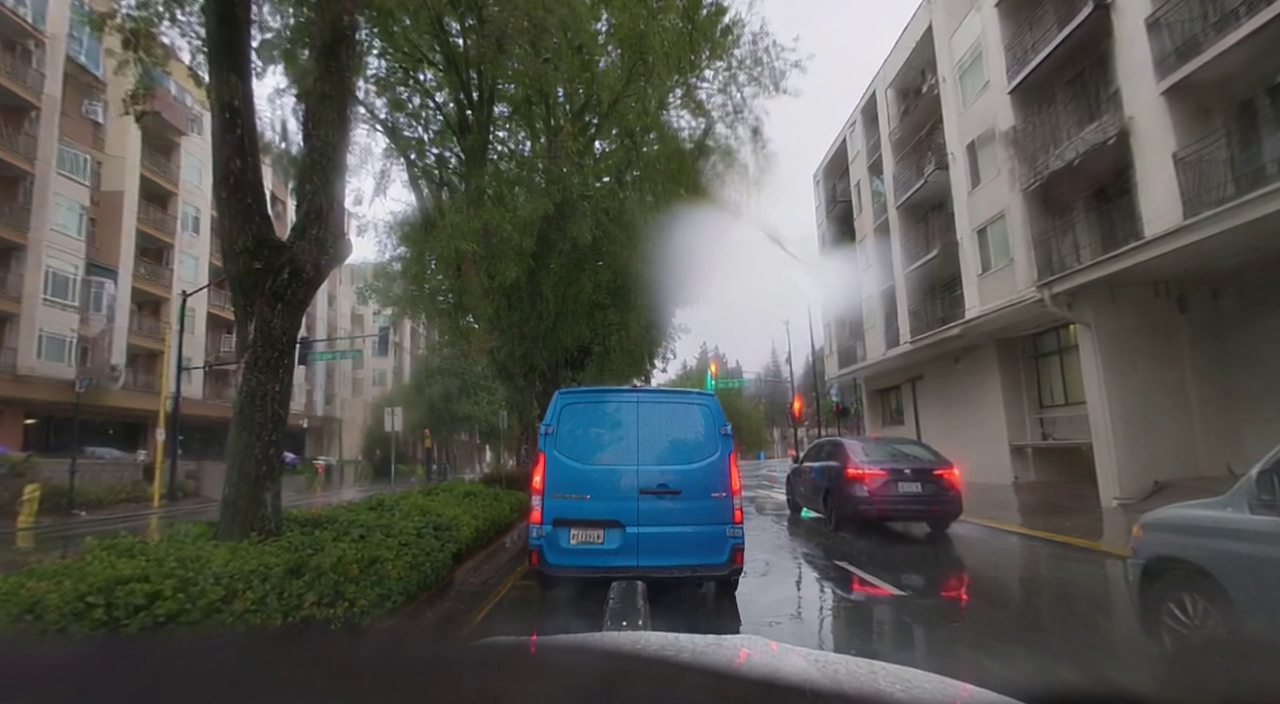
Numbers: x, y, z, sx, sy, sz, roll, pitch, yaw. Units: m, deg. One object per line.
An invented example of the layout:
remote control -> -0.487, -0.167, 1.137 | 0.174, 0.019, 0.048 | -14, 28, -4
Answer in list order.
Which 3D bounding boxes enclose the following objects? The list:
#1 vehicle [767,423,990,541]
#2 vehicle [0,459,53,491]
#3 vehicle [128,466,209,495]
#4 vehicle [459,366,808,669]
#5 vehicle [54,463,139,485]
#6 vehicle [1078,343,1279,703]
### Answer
vehicle -> 3.908, 2.223, 11.462 | 2.061, 1.676, 4.734 | 0, -9, -2
vehicle -> -35.529, 6.843, 35.185 | 3.843, 1.680, 1.782 | -1, -9, 5
vehicle -> -33.226, 9.068, 44.541 | 4.292, 1.492, 1.772 | -6, -14, -1
vehicle -> -0.037, 1.322, 6.041 | 2.101, 1.828, 4.270 | 0, -9, 0
vehicle -> -38.433, 8.636, 44.663 | 4.396, 1.458, 1.809 | -1, -9, 2
vehicle -> 3.812, 0.703, 1.789 | 2.157, 1.748, 4.130 | 0, -9, 1
